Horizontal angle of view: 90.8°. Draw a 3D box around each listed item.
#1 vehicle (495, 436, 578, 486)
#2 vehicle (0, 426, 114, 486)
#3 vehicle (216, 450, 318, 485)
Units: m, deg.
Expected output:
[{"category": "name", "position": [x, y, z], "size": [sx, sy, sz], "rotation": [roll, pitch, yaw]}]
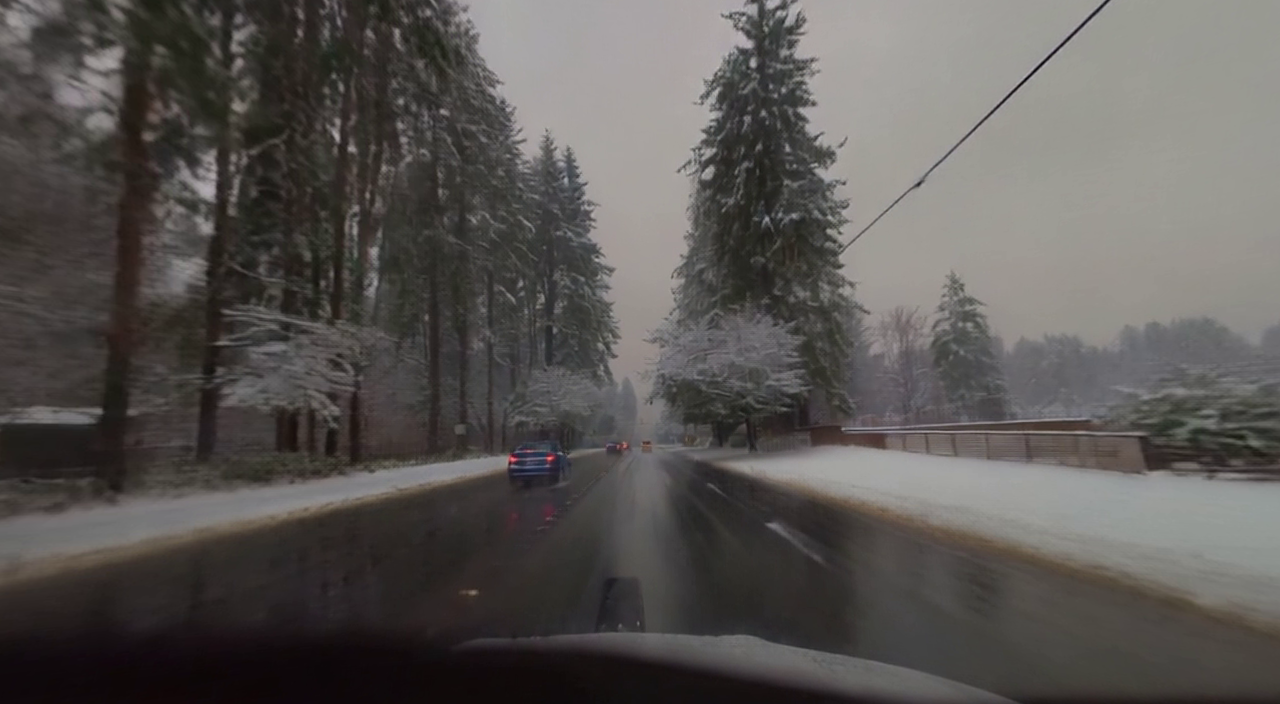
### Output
[{"category": "vehicle", "position": [-3.226, 3.484, 20.480], "size": [1.870, 1.431, 4.317], "rotation": [0, -8, 1]}, {"category": "vehicle", "position": [-34.396, 5.795, 34.959], "size": [2.817, 3.013, 8.966], "rotation": [-5, -9, 1]}, {"category": "vehicle", "position": [-20.749, 6.426, 35.508], "size": [2.243, 1.703, 5.669], "rotation": [0, -8, 1]}]
